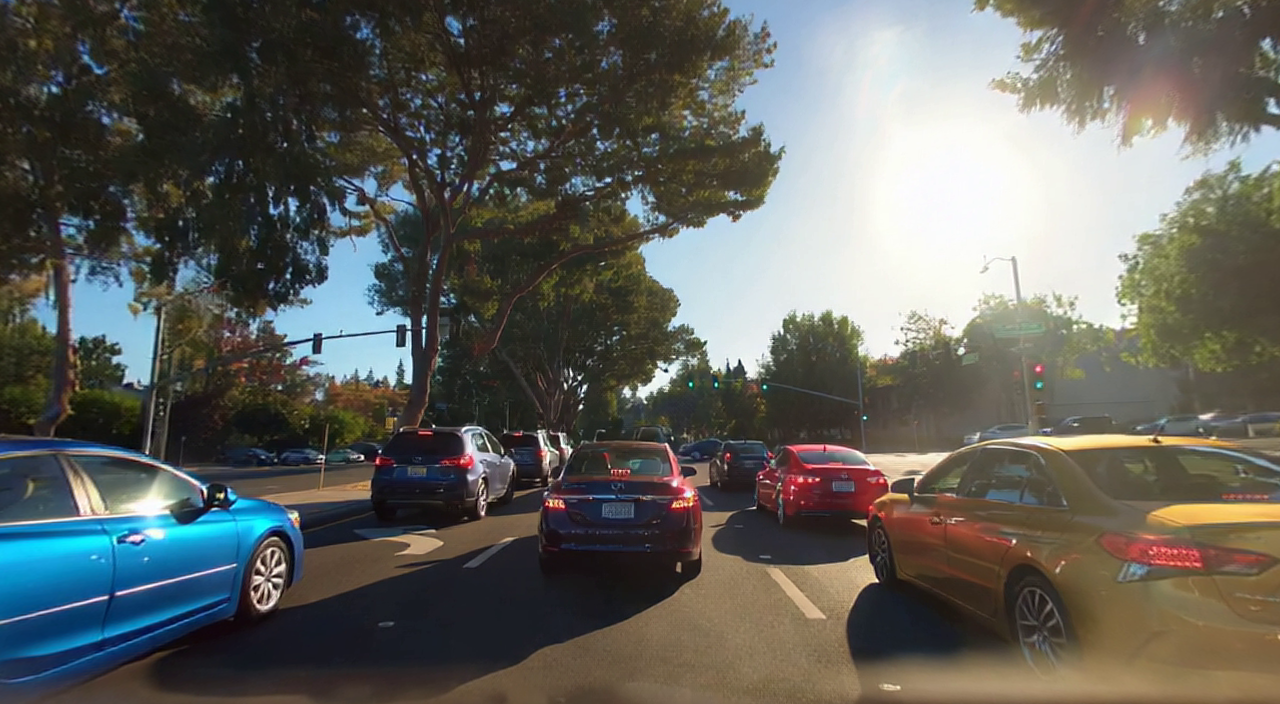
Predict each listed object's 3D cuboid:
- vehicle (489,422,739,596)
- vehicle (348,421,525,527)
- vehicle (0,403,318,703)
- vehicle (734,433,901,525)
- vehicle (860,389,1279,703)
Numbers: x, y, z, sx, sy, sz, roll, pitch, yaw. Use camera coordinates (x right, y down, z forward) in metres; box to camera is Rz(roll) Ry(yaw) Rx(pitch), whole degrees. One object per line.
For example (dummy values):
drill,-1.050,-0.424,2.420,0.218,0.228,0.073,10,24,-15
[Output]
vehicle,-0.254,1.639,7.404,2.147,1.479,3.803,0,-8,-1
vehicle,-3.726,2.311,12.482,1.961,1.714,4.268,0,-8,2
vehicle,-3.650,1.020,3.002,1.935,1.482,4.433,0,-8,-1
vehicle,3.180,2.335,12.330,1.975,1.460,4.357,0,-8,0
vehicle,3.135,1.150,4.058,1.903,1.480,4.270,0,-8,0
